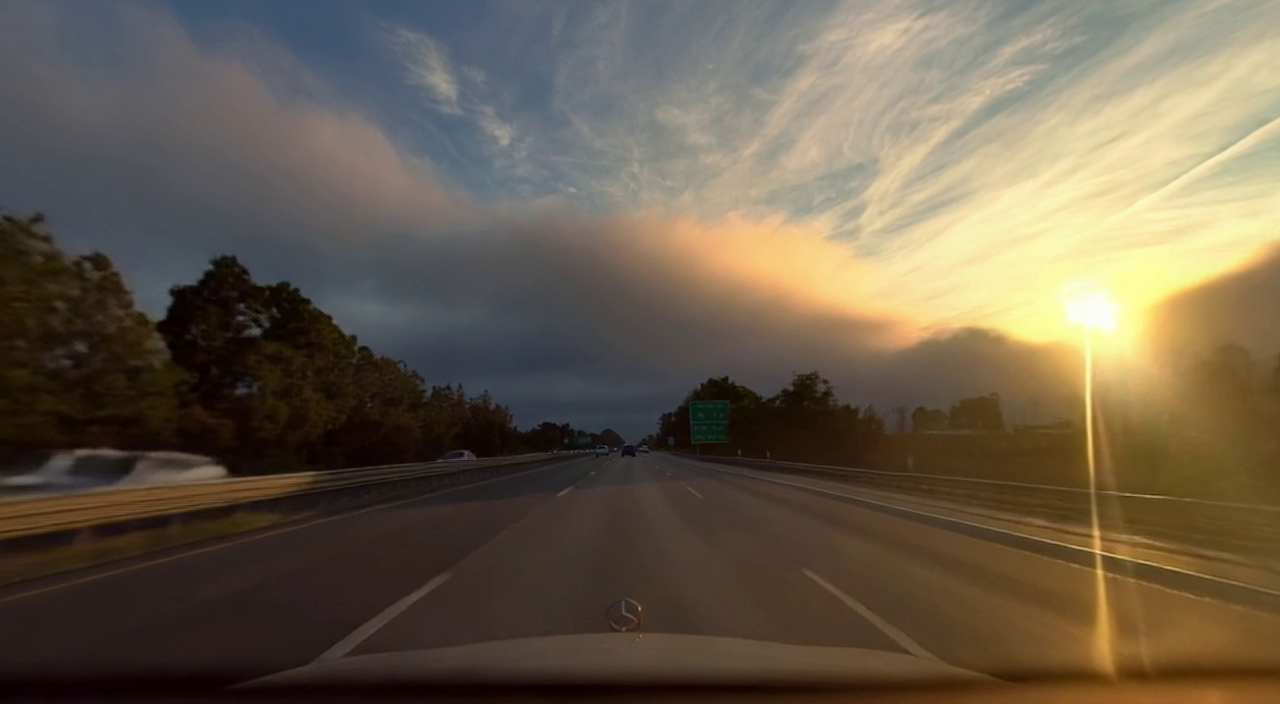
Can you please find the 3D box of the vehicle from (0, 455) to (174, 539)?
[{"bbox_3d":[-13.169,3.106,13.985,1.944,1.518,4.723,0,-9,-1],"label":"vehicle"}]

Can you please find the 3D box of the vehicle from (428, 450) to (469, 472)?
[{"bbox_3d":[-14.894,8.470,48.905,1.901,1.609,4.273,0,-9,-1],"label":"vehicle"}]
